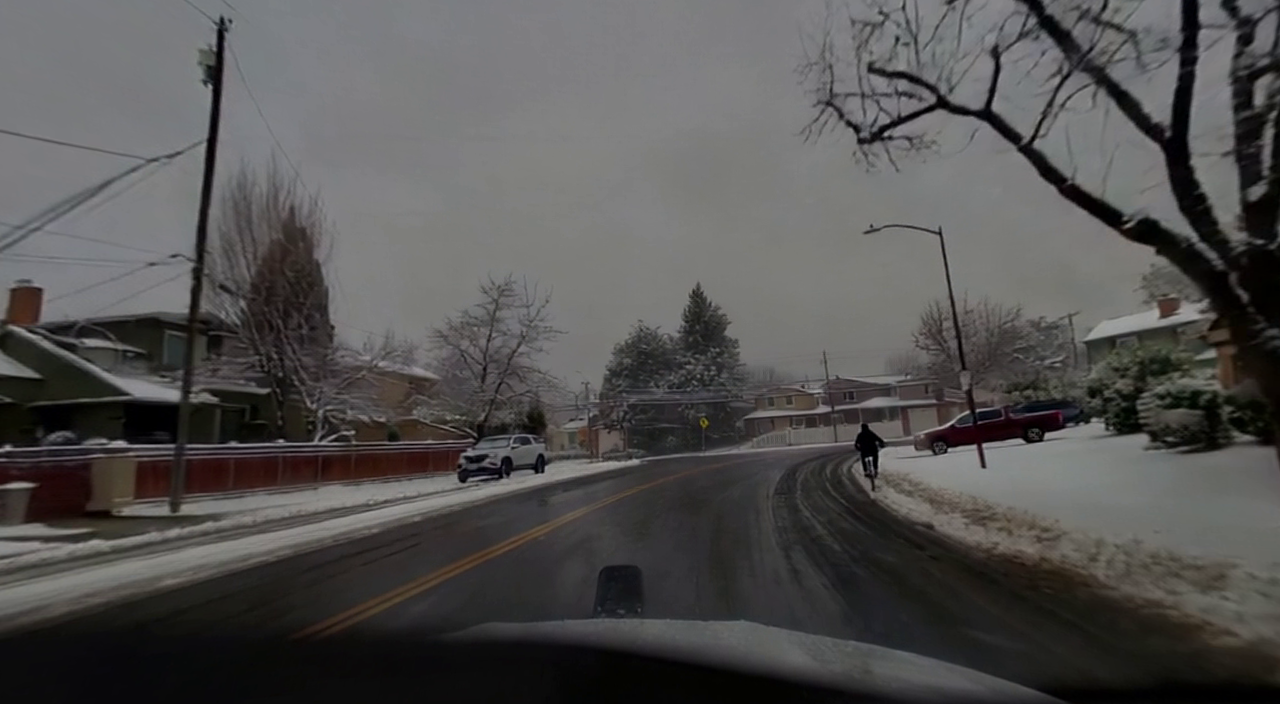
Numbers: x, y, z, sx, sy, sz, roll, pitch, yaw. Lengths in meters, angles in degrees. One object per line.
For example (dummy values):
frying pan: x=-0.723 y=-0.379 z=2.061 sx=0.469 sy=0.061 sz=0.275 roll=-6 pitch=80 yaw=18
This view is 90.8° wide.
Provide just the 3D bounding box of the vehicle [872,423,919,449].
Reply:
vehicle: x=18.069 y=5.973 z=44.585 sx=2.105 sy=1.705 sz=4.392 roll=-6 pitch=-10 yaw=33

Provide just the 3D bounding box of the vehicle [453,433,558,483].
vehicle: x=-4.948 y=3.981 z=23.965 sx=1.937 sy=1.670 sz=4.391 roll=-3 pitch=-9 yaw=17
